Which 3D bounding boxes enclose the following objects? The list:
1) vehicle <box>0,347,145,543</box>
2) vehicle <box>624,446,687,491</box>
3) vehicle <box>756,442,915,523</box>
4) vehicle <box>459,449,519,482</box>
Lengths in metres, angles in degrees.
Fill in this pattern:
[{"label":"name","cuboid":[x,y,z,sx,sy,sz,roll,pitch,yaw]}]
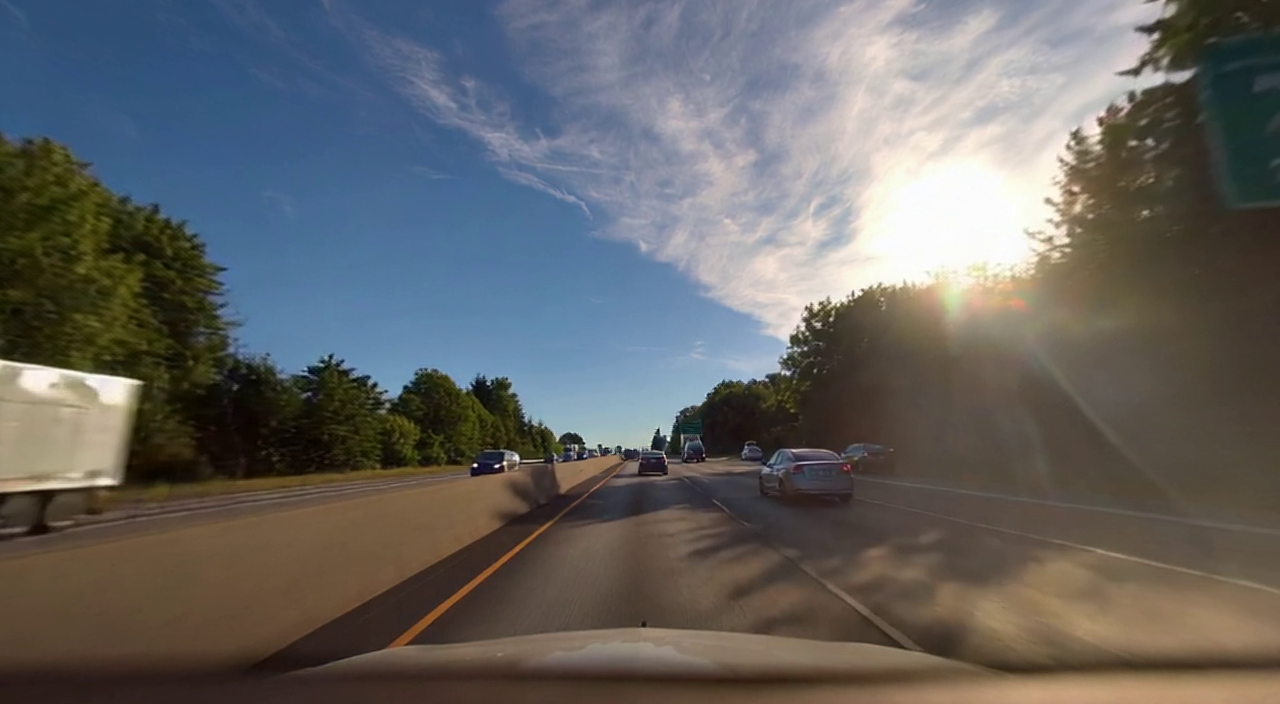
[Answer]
[{"label":"vehicle","cuboid":[-15.405,1.409,9.816,3.577,4.095,14.490,0,-9,0]},{"label":"vehicle","cuboid":[0.542,4.374,23.950,2.177,1.520,4.278,0,-9,0]},{"label":"vehicle","cuboid":[4.001,2.742,13.769,2.029,1.475,4.279,0,-9,-1]},{"label":"vehicle","cuboid":[-7.815,5.927,33.109,2.057,1.602,4.313,0,-9,0]}]
